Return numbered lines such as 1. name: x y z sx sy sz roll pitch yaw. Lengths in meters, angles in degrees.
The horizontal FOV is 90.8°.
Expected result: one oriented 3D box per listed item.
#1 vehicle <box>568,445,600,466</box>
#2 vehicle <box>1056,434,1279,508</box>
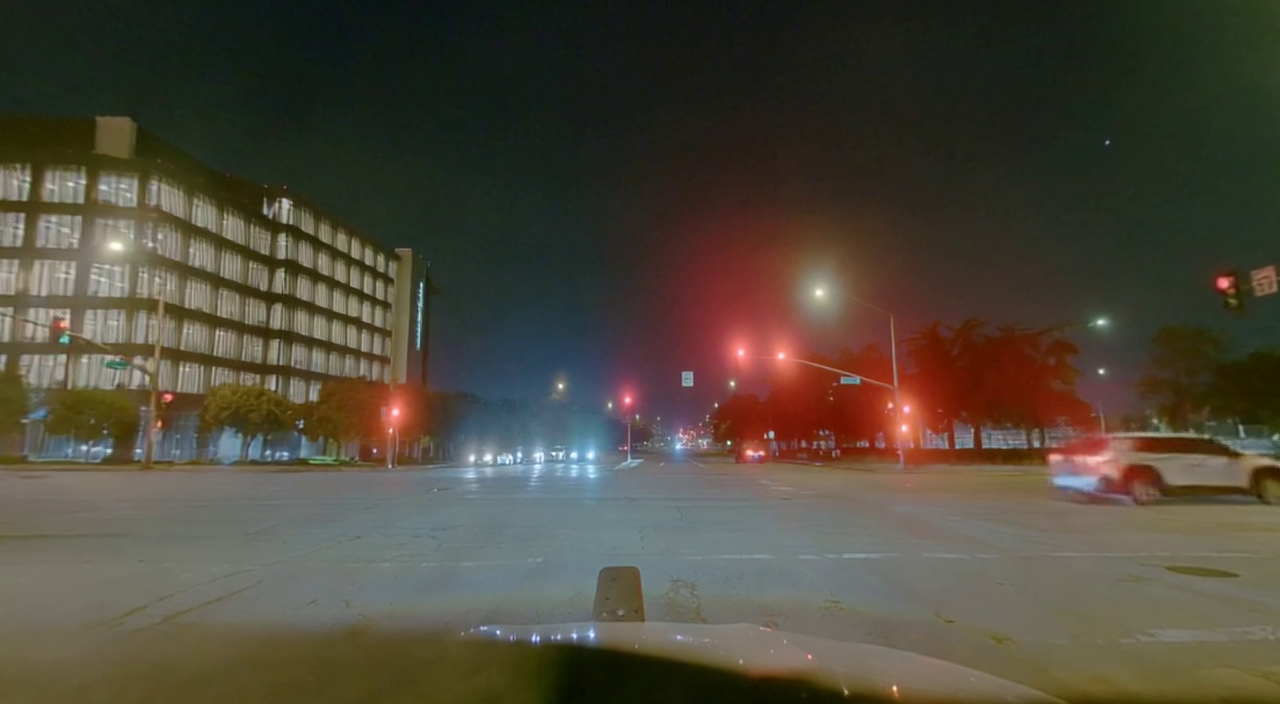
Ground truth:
1. vehicle: -4.336 8.128 49.754 2.130 1.613 4.121 0 -8 0
2. vehicle: 13.742 2.982 16.202 4.853 1.719 1.986 1 -8 -7
